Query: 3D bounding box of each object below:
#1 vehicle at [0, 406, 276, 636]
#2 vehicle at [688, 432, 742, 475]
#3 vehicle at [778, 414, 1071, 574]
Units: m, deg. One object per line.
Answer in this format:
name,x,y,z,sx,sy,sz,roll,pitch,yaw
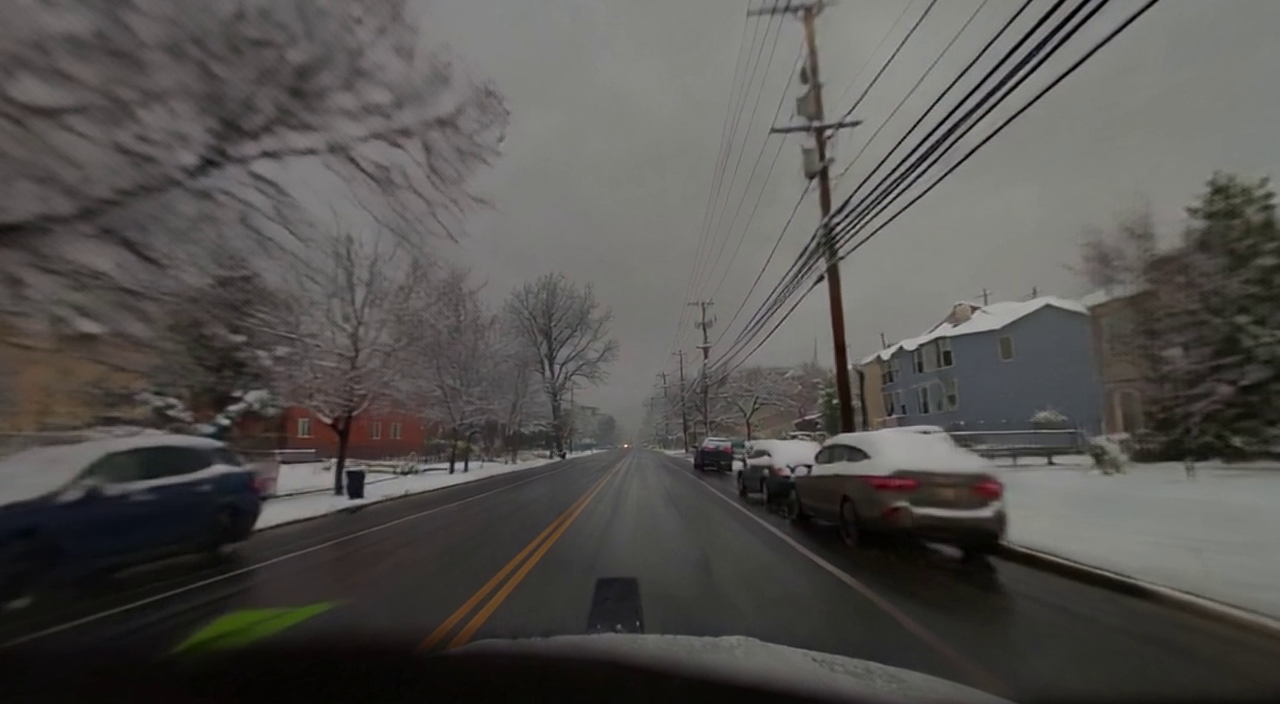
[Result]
vehicle,-6.387,1.668,7.140,1.947,1.930,4.306,-2,-7,0
vehicle,3.748,5.159,32.290,2.088,2.019,4.802,0,-8,-1
vehicle,3.536,1.853,9.128,1.955,1.665,4.818,0,-8,0
